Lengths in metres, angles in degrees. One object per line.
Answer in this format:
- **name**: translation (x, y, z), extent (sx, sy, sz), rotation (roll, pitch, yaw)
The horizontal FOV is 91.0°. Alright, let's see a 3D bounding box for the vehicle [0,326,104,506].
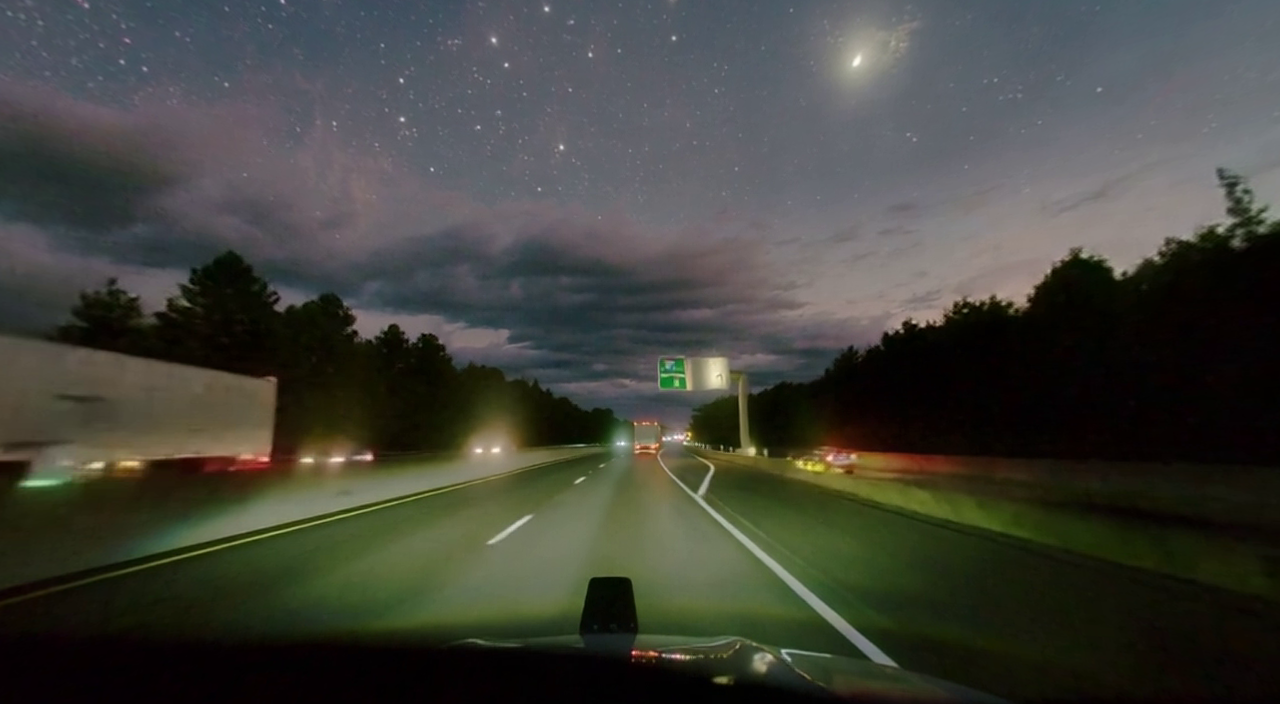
- **vehicle**: translation (-15.318, 1.029, 11.089), extent (2.921, 3.864, 9.988), rotation (0, -8, 0)

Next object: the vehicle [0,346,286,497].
- **vehicle**: translation (-15.380, 2.365, 20.574), extent (2.832, 3.910, 8.114), rotation (-1, -8, 0)
